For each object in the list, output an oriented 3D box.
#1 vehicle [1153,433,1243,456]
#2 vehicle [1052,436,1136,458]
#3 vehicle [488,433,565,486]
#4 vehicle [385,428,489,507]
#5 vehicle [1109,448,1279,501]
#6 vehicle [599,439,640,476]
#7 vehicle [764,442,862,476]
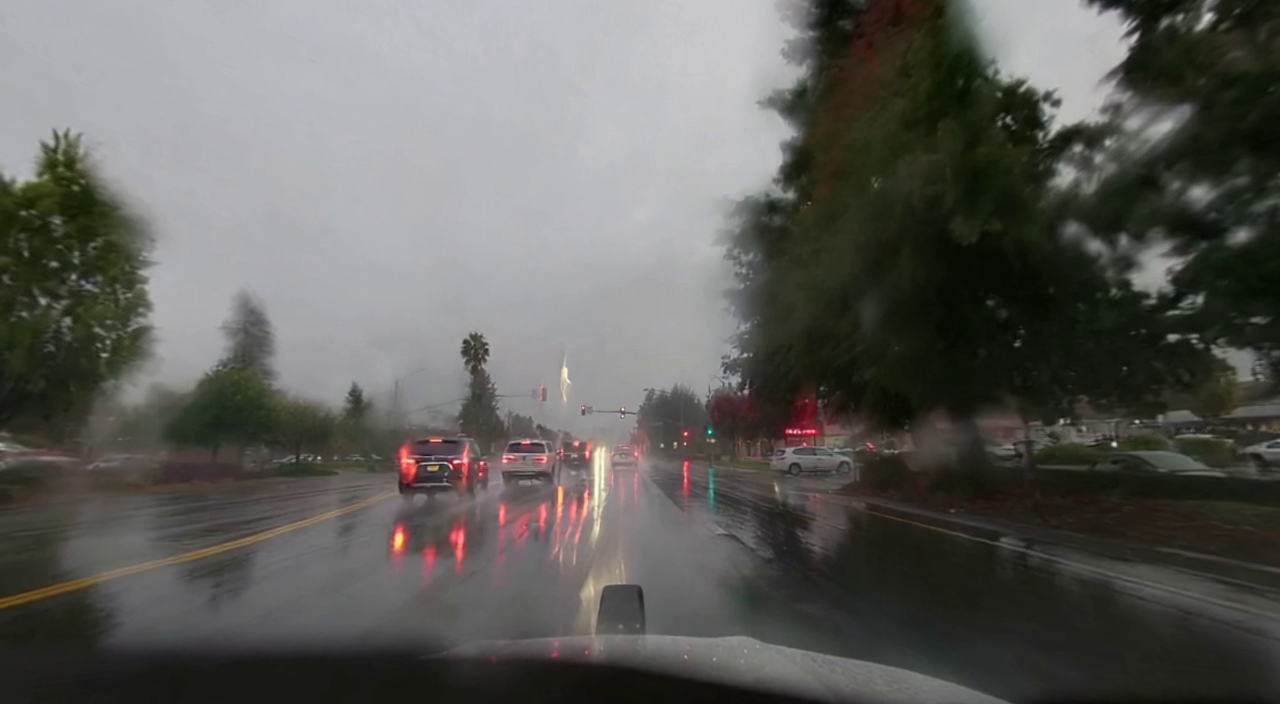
[{"bbox_3d":[38.639,6.413,43.822,4.436,1.481,1.886,-1,-8,-2],"label":"vehicle"},{"bbox_3d":[31.355,6.580,43.684,4.352,1.482,1.954,0,-9,-4],"label":"vehicle"},{"bbox_3d":[-4.326,4.211,25.037,2.159,1.877,4.925,0,-8,0],"label":"vehicle"},{"bbox_3d":[-5.295,3.032,17.127,2.093,1.803,4.668,1,-9,-11],"label":"vehicle"},{"bbox_3d":[17.439,3.706,19.380,4.683,1.457,1.906,0,-9,-5],"label":"vehicle"},{"bbox_3d":[-1.092,5.578,33.693,2.061,1.809,4.141,0,-8,-2],"label":"vehicle"},{"bbox_3d":[9.424,5.809,34.559,4.734,1.726,2.039,2,-9,-12],"label":"vehicle"}]
